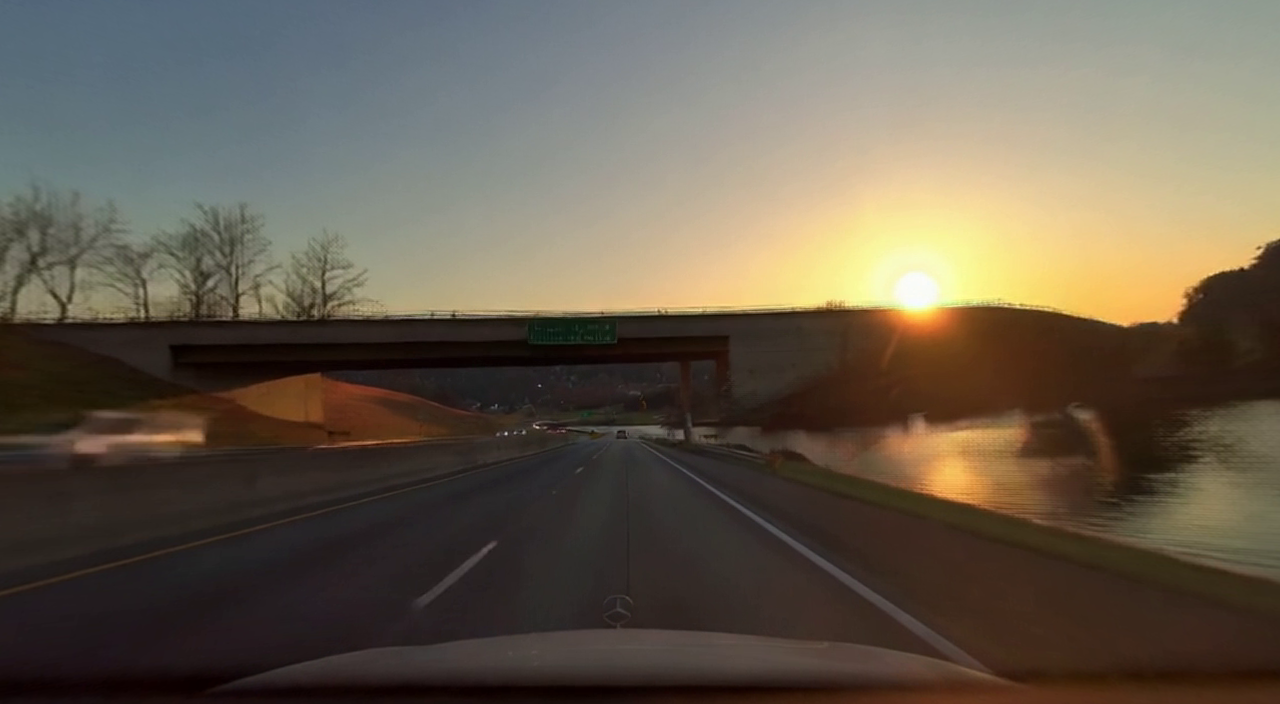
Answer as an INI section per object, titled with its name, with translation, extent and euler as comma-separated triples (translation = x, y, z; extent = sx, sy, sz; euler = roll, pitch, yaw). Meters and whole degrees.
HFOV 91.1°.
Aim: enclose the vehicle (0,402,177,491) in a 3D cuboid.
[vehicle]
translation = -13.788, 2.224, 15.088
extent = 1.990, 1.808, 4.311
euler = 0, -8, 0
